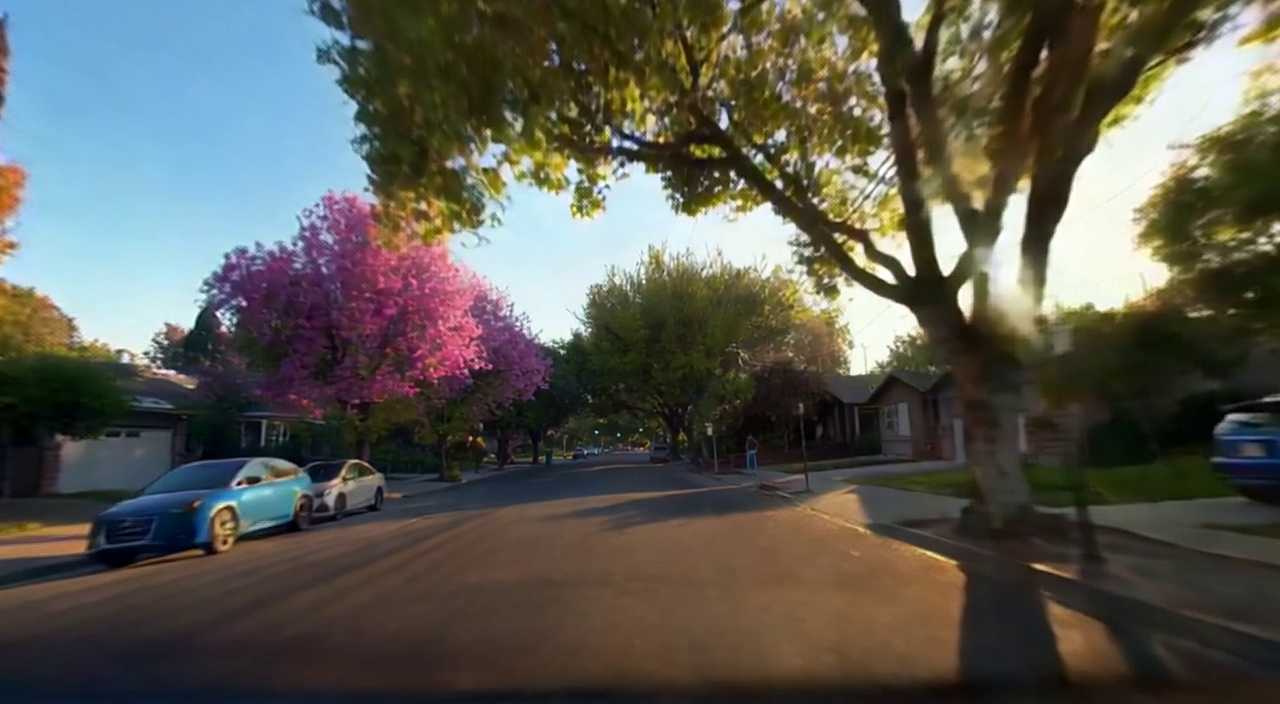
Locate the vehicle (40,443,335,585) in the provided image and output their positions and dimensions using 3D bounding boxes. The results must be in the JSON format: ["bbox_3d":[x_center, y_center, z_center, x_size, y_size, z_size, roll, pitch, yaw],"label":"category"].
[{"bbox_3d":[-6.402,2.230,9.682,1.874,1.497,4.233,-2,-7,-8],"label":"vehicle"}]
